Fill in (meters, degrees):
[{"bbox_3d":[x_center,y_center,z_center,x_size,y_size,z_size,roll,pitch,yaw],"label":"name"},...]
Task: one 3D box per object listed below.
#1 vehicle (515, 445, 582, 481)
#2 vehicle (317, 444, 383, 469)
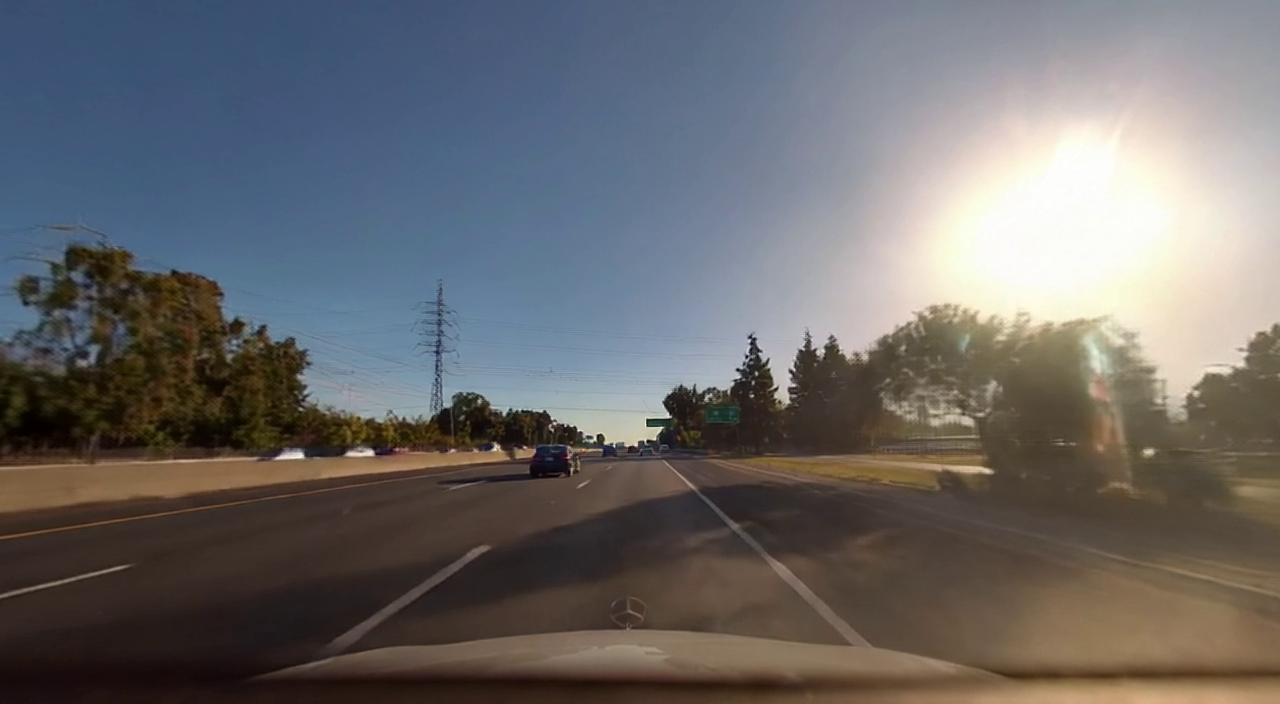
[{"bbox_3d":[-3.748,4.614,26.595,2.048,1.368,4.613,0,-9,1],"label":"vehicle"},{"bbox_3d":[-18.008,6.494,39.373,1.876,1.409,4.483,0,-9,1],"label":"vehicle"}]
